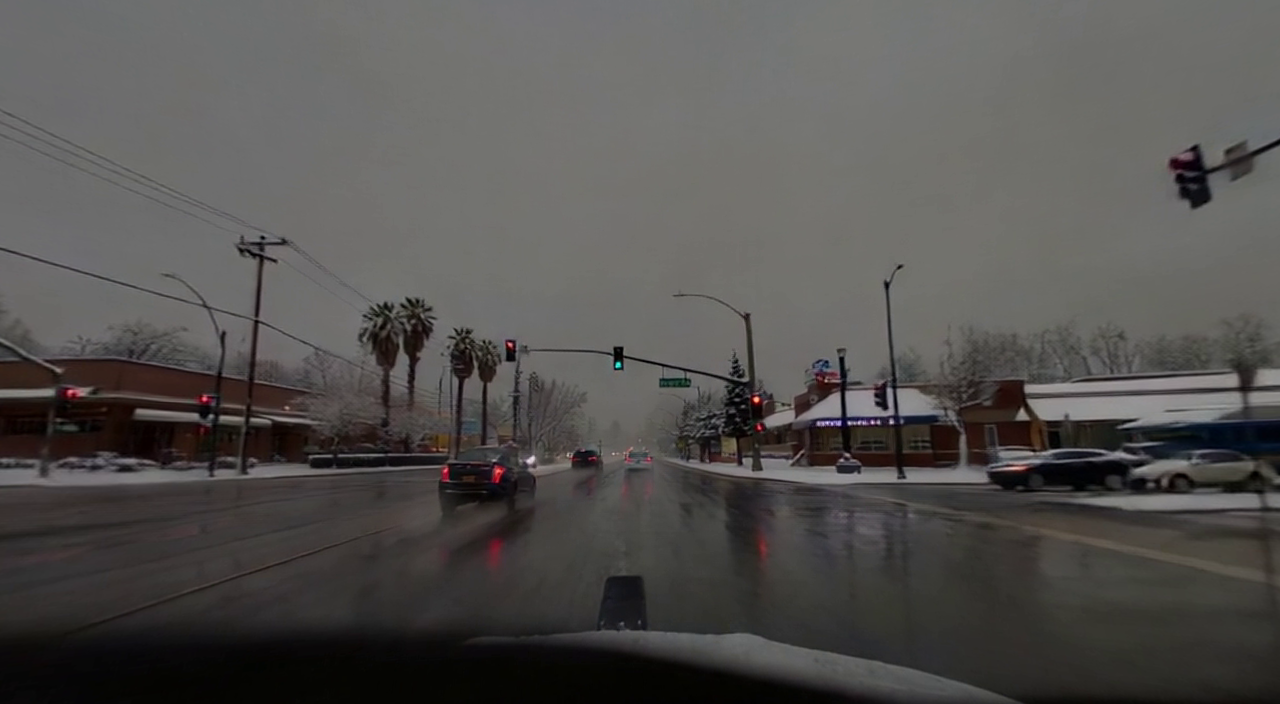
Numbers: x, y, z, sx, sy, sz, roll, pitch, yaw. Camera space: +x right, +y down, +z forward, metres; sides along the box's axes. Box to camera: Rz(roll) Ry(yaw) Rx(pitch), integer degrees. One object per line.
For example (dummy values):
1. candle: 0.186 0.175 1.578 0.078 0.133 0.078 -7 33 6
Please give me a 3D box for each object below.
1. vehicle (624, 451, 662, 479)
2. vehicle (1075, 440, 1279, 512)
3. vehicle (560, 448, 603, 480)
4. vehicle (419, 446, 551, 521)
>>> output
1. vehicle: 0.182 6.617 36.940 2.094 1.496 4.070 0 -9 0
2. vehicle: 13.095 2.812 14.485 4.532 1.504 2.087 0 -9 0
3. vehicle: -3.251 6.301 35.542 1.979 1.634 3.957 0 -9 1
4. vehicle: -3.494 3.030 15.100 1.904 1.513 4.410 0 -9 2
